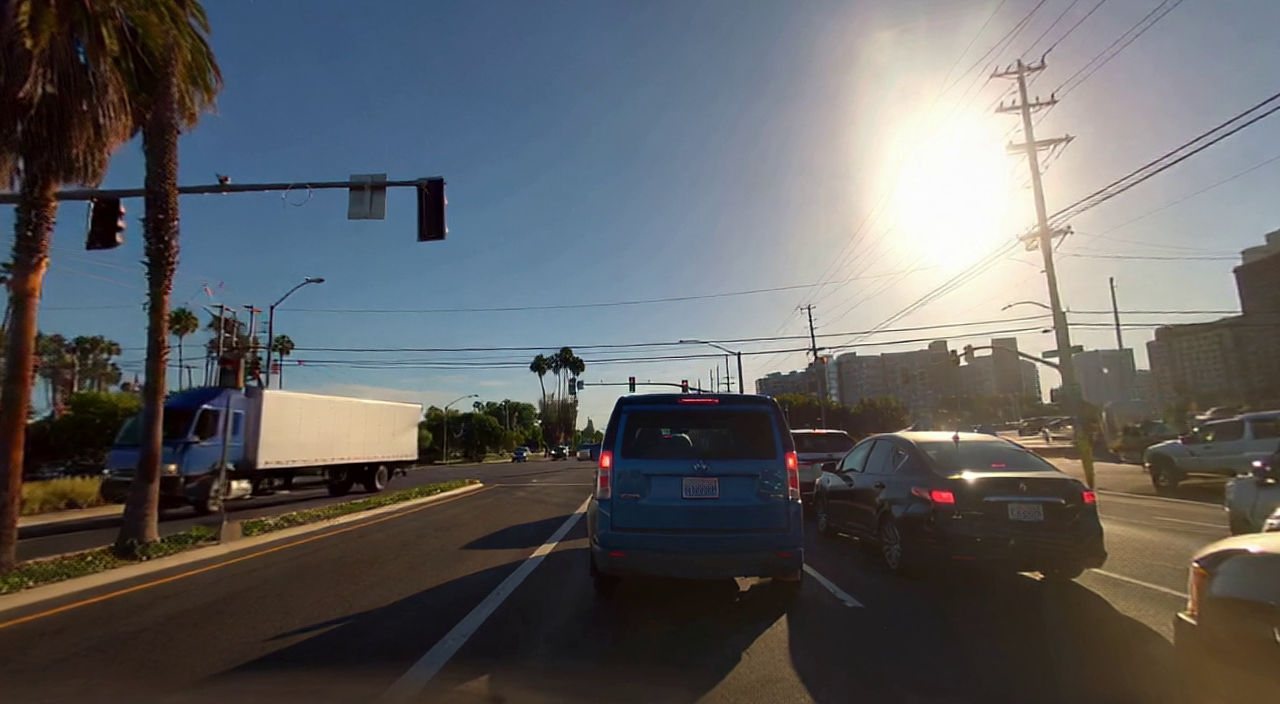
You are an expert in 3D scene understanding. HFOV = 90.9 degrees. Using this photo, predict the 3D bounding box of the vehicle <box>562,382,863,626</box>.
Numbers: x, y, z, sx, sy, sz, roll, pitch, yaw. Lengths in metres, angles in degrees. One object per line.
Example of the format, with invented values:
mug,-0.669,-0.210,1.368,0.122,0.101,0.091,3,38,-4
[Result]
vehicle,0.461,1.438,6.880,2.228,1.780,4.269,0,-9,-2

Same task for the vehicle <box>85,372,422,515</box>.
vehicle,-12.764,3.367,23.190,2.973,3.889,11.535,-2,-9,14

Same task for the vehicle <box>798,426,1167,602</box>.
vehicle,3.440,1.686,7.503,1.895,1.456,4.255,0,-9,-2

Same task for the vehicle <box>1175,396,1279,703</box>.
vehicle,3.365,0.651,0.664,1.805,1.485,4.348,0,-9,1
